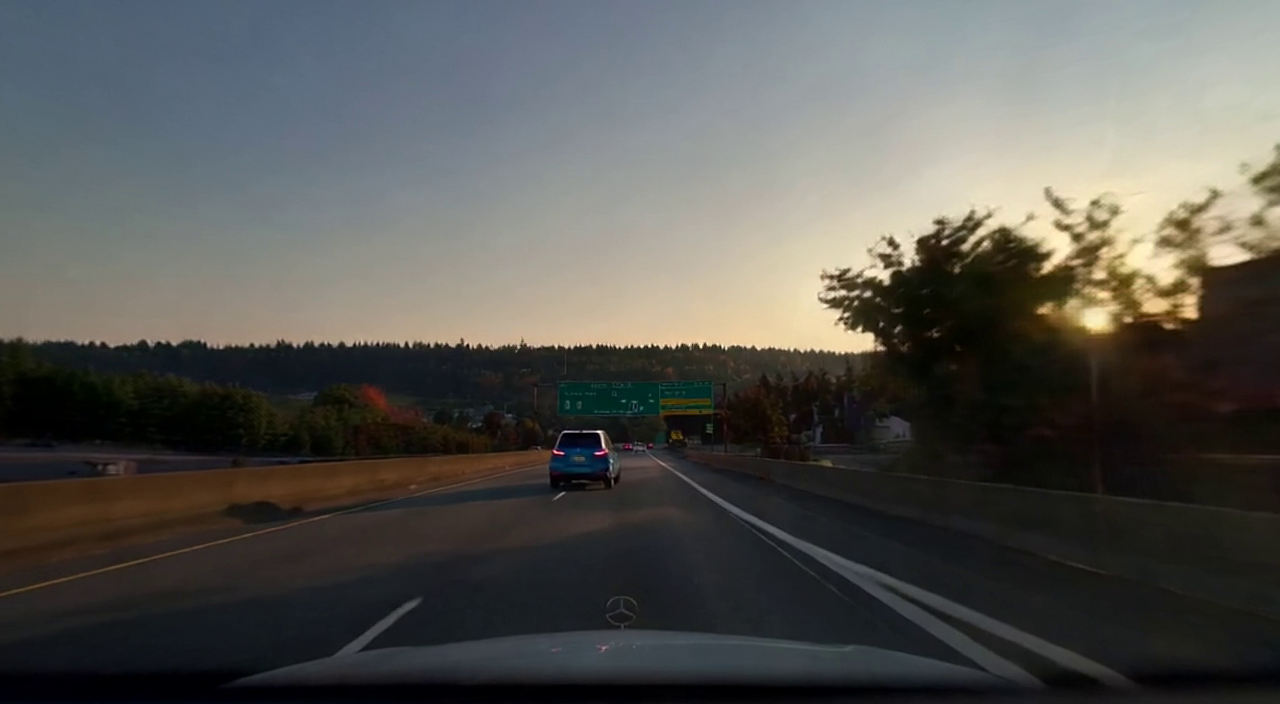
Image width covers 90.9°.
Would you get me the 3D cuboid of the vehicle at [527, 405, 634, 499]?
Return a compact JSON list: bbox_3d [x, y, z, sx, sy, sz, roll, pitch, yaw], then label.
[{"bbox_3d":[-1.394,2.666,17.053,2.248,2.154,4.892,0,-8,2],"label":"vehicle"}]
